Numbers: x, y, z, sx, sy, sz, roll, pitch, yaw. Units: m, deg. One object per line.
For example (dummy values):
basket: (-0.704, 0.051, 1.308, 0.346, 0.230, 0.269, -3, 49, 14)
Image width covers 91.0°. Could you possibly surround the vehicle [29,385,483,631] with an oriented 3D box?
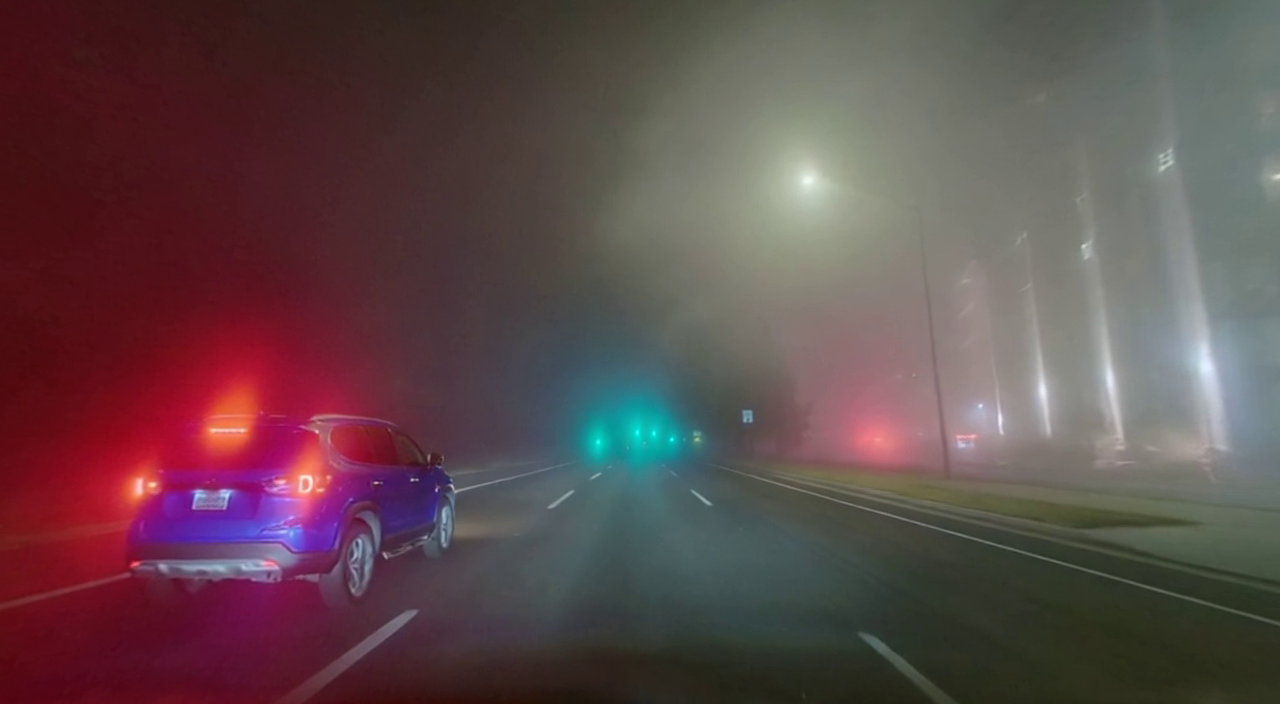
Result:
vehicle: (-3.283, 1.438, 6.770, 2.033, 1.713, 4.503, 0, -9, 0)
